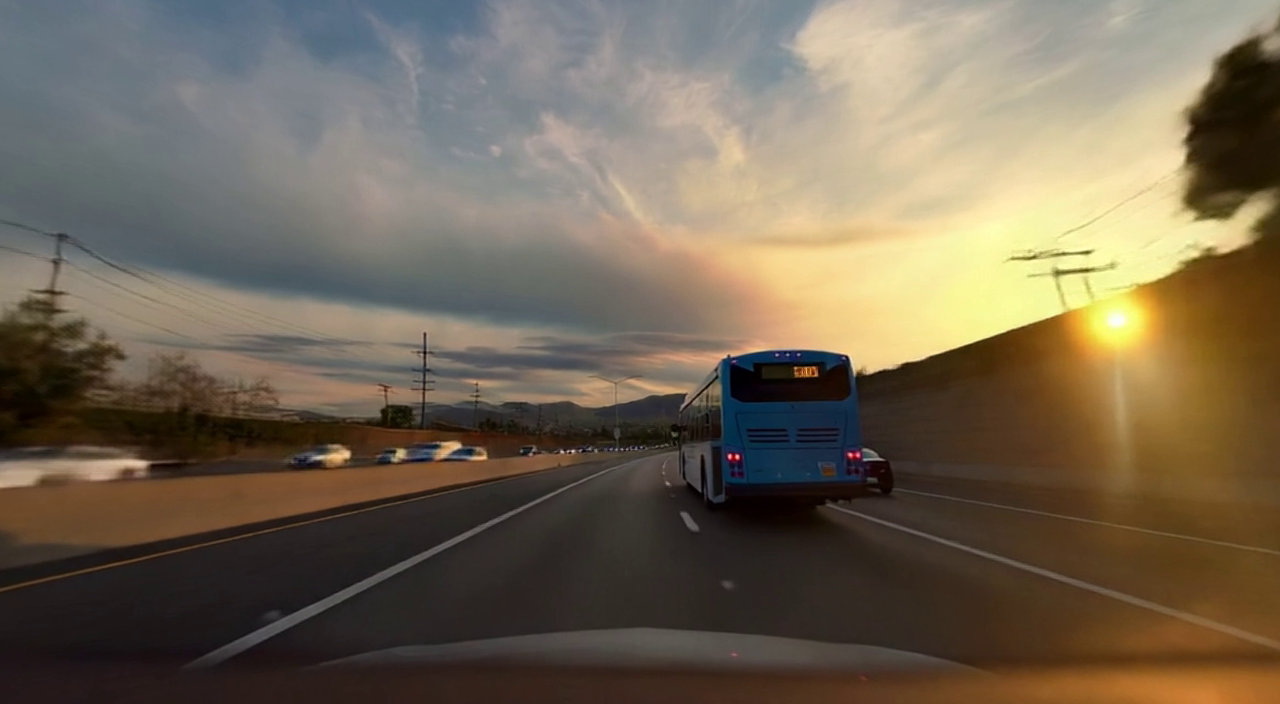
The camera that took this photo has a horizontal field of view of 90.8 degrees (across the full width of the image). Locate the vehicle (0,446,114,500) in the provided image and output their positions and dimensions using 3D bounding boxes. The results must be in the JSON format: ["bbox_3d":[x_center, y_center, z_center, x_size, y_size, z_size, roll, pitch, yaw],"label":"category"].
[{"bbox_3d":[-18.853,3.612,19.175,1.900,1.479,4.436,0,-9,1],"label":"vehicle"}]

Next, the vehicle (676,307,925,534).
[{"bbox_3d":[2.902,2.118,17.236,3.144,3.580,14.591,0,-9,1],"label":"vehicle"}]

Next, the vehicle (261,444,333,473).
[{"bbox_3d":[-21.620,6.689,40.048,1.942,1.712,4.495,0,-9,1],"label":"vehicle"}]

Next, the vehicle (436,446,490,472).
[{"bbox_3d":[-10.882,6.608,39.216,1.921,1.497,4.443,0,-9,2],"label":"vehicle"}]

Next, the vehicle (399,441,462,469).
[{"bbox_3d":[-14.852,7.330,45.245,2.263,1.881,5.692,0,-9,3],"label":"vehicle"}]
